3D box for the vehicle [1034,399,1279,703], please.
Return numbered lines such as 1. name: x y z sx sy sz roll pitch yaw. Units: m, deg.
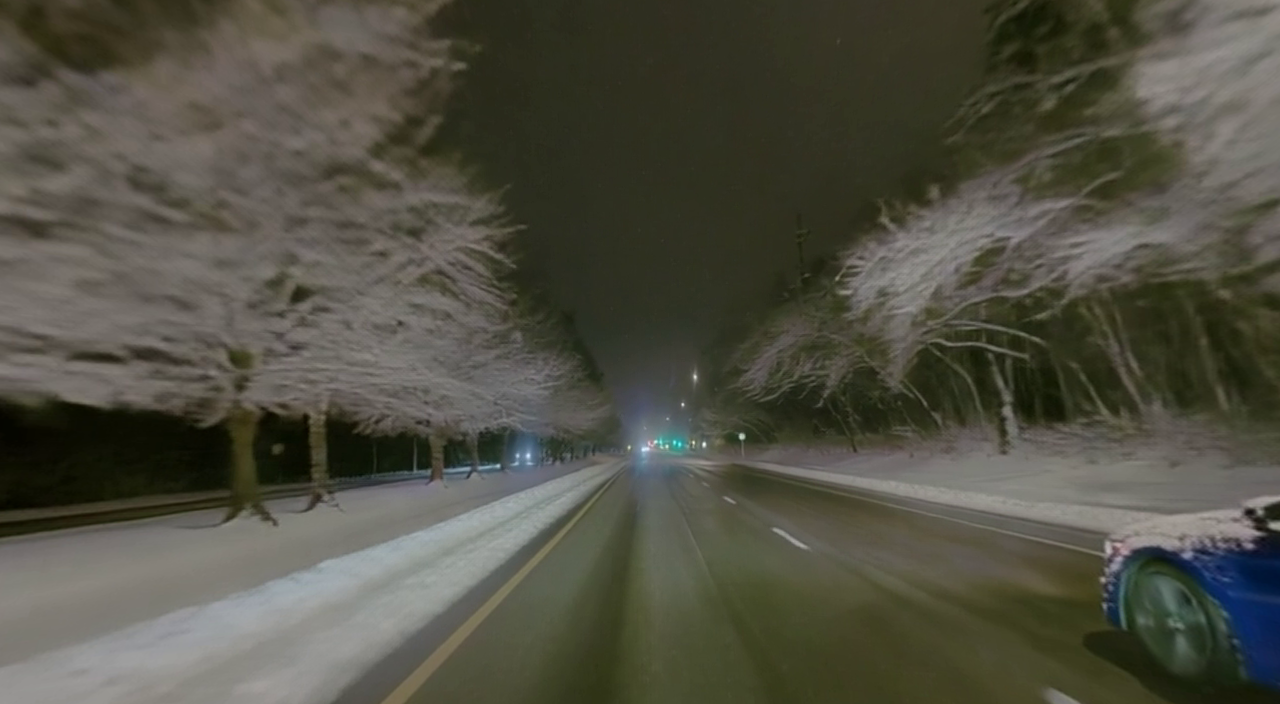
1. vehicle: 3.446 0.787 1.420 2.061 1.503 4.823 0 -9 1
